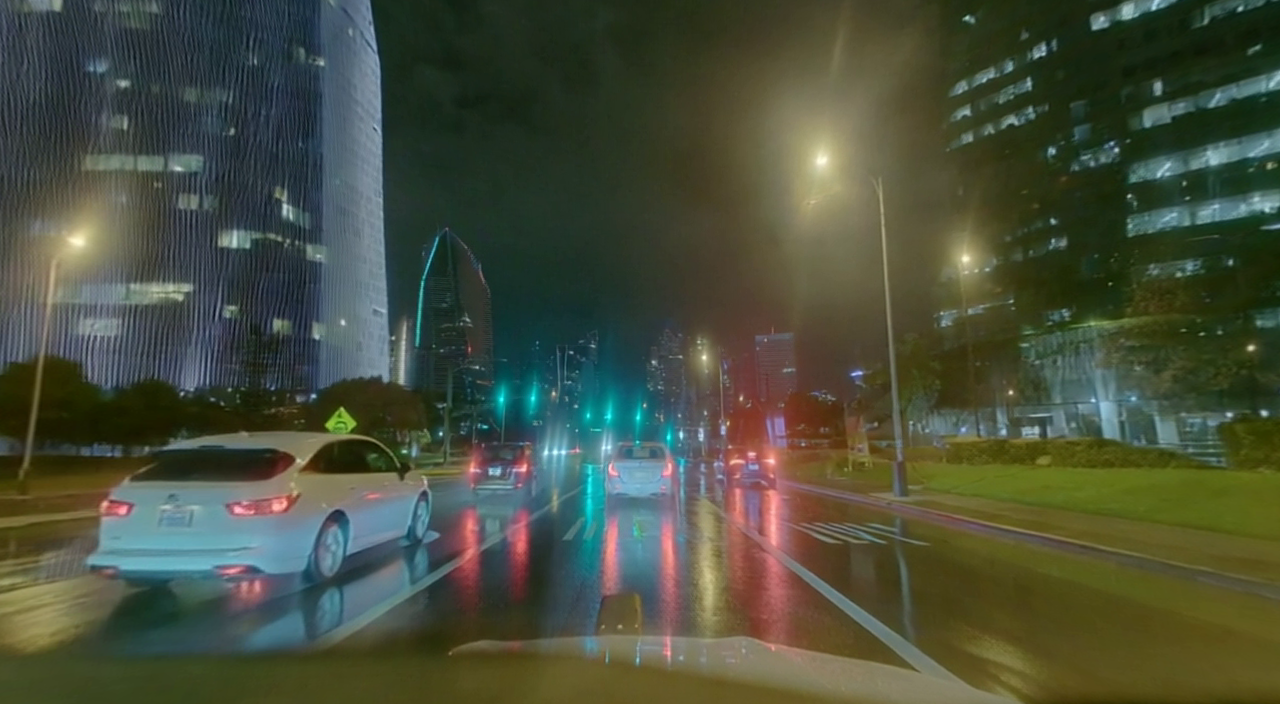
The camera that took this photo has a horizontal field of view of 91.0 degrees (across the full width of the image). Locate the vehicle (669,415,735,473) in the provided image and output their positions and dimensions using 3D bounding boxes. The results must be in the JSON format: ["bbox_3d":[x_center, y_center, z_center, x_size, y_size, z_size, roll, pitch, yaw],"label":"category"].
[{"bbox_3d":[3.921,6.334,43.294,3.074,3.316,12.953,0,-9,-1],"label":"vehicle"}]

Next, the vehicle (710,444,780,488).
[{"bbox_3d":[3.910,4.312,24.170,1.940,1.514,4.187,0,-9,0],"label":"vehicle"}]

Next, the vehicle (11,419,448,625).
[{"bbox_3d":[-3.705,1.585,6.852,1.933,1.520,4.195,0,-9,-1],"label":"vehicle"}]

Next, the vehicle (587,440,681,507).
[{"bbox_3d":[-0.107,3.146,16.801,2.174,1.509,4.374,0,-9,1],"label":"vehicle"}]

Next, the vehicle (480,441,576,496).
[{"bbox_3d":[-3.325,3.565,19.724,2.044,1.508,4.479,0,-9,2],"label":"vehicle"}]
